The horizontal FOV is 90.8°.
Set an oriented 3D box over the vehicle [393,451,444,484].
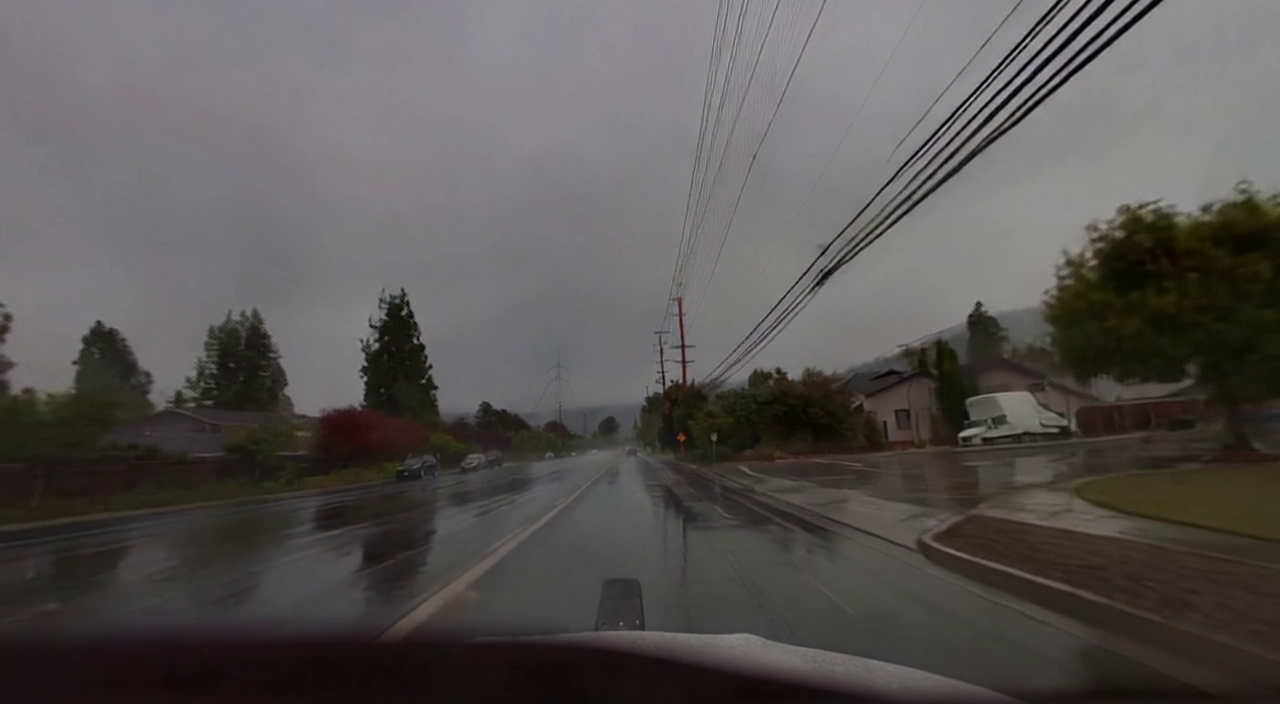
[{"bbox_3d":[-16.052,8.359,46.029,2.071,1.883,4.915,-7,-8,-3],"label":"vehicle"}]
